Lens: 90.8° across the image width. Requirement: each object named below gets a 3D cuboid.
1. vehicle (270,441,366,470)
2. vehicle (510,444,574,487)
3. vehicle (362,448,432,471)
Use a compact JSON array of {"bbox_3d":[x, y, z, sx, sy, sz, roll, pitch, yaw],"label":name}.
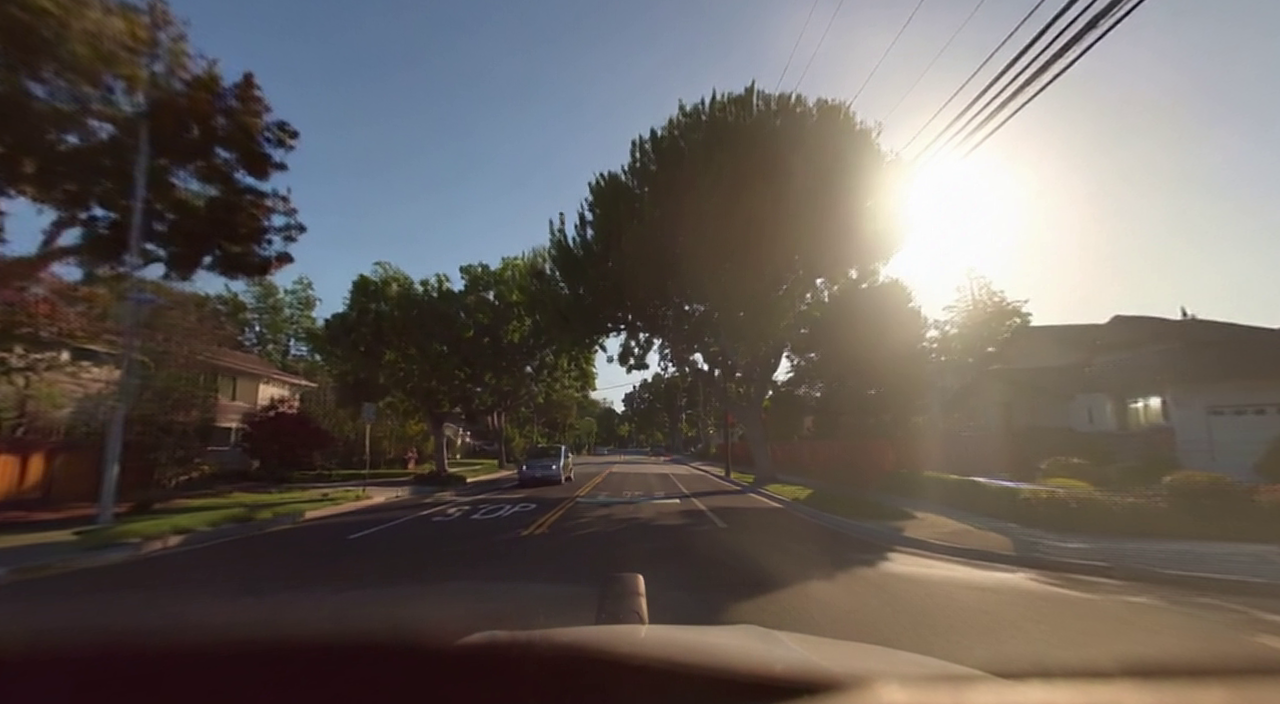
[{"bbox_3d":[-22.136,7.104,43.700,5.369,1.862,2.338,1,-7,-9],"label":"vehicle"},{"bbox_3d":[-3.921,4.573,25.873,1.935,1.595,3.972,0,-8,0],"label":"vehicle"},{"bbox_3d":[-16.786,7.426,43.819,4.199,1.510,2.058,2,-8,-10],"label":"vehicle"}]
